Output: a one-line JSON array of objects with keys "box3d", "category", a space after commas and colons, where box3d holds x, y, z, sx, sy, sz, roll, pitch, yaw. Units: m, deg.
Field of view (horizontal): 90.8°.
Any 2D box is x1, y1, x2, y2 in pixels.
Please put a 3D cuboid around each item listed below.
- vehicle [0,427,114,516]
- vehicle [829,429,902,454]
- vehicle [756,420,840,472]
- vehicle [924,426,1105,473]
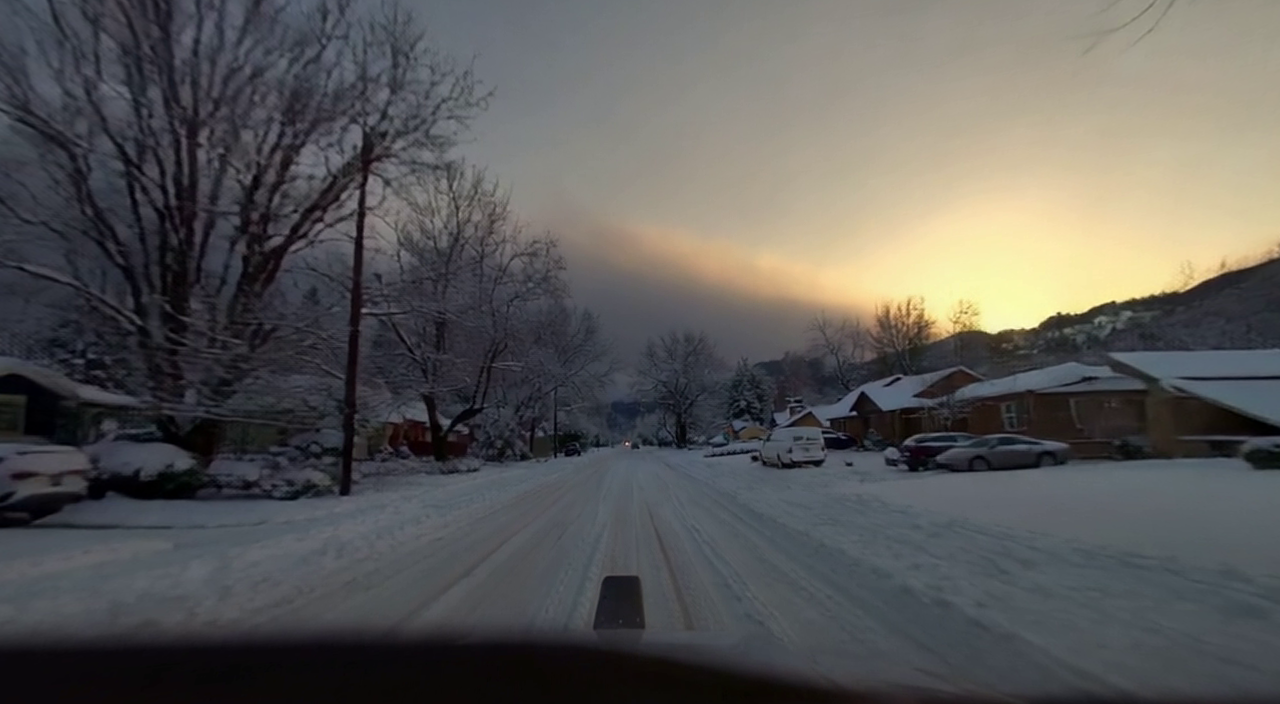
[{"box3d": [-15.046, 2.619, 14.066, 4.578, 1.808, 2.162, 0, -8, -4], "category": "vehicle"}, {"box3d": [14.601, 5.838, 41.040, 4.045, 1.570, 1.864, 0, -8, -1], "category": "vehicle"}, {"box3d": [6.851, 4.161, 28.001, 2.233, 1.923, 4.848, -4, -8, -2], "category": "vehicle"}, {"box3d": [12.108, 3.180, 20.663, 4.686, 1.466, 1.869, 0, -8, 0], "category": "vehicle"}]
